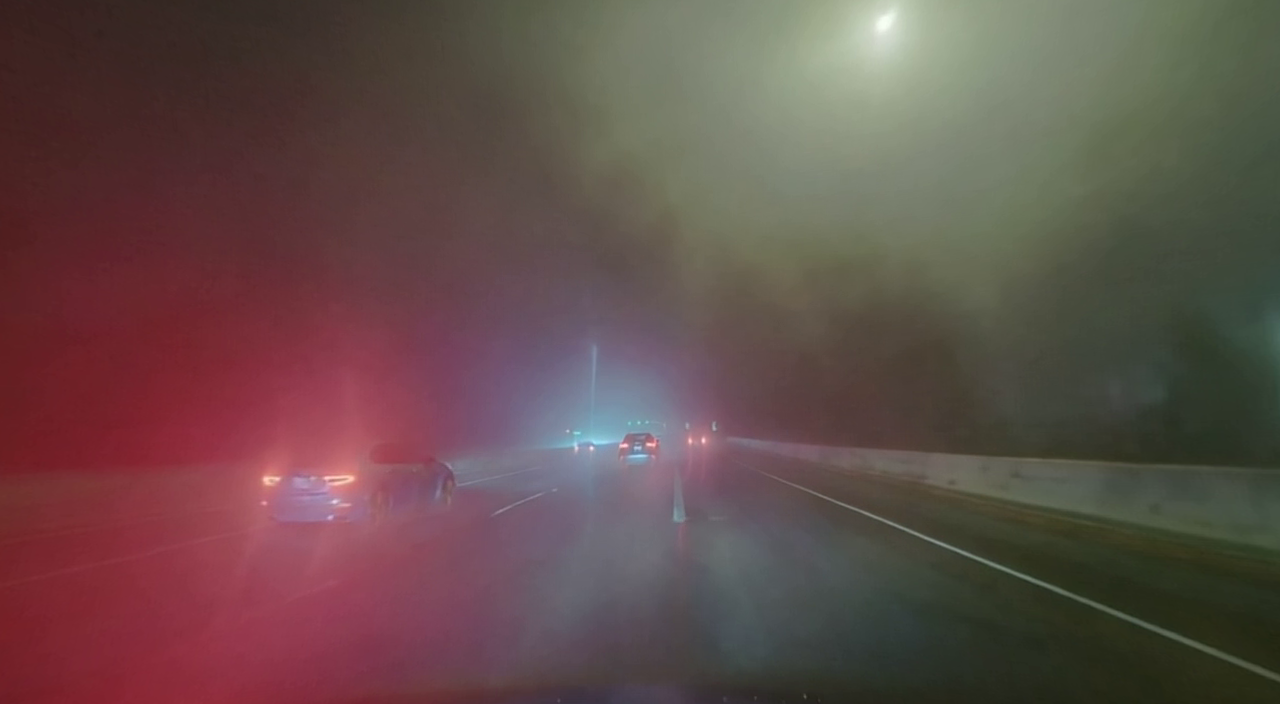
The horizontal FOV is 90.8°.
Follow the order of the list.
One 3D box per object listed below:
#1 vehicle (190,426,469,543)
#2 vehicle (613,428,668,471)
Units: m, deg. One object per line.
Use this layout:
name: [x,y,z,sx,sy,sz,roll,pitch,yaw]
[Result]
vehicle: [-4.613,2.037,10.470,1.981,1.460,4.792,-1,-8,3]
vehicle: [0.115,4.147,27.065,2.082,1.638,4.644,-1,-8,3]
